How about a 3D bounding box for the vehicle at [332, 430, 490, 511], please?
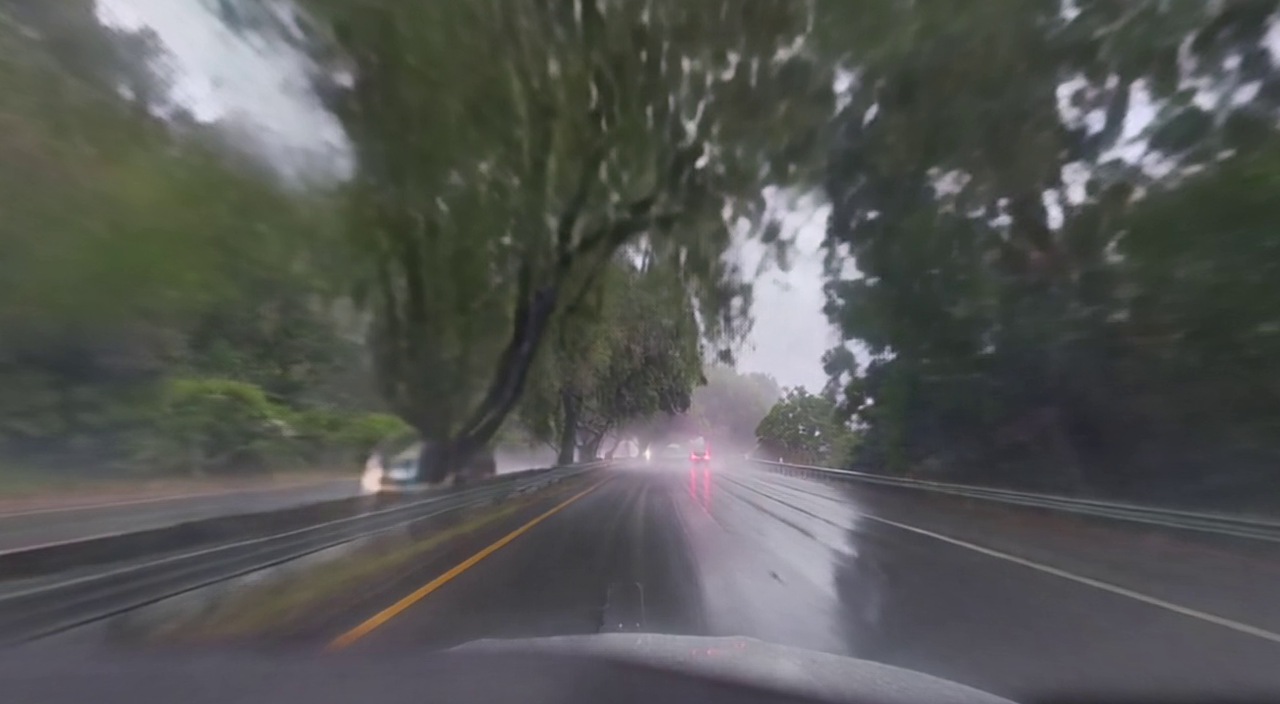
[{"bbox_3d":[-5.683,2.995,16.538,2.220,1.780,4.870,0,-8,1],"label":"vehicle"}]
